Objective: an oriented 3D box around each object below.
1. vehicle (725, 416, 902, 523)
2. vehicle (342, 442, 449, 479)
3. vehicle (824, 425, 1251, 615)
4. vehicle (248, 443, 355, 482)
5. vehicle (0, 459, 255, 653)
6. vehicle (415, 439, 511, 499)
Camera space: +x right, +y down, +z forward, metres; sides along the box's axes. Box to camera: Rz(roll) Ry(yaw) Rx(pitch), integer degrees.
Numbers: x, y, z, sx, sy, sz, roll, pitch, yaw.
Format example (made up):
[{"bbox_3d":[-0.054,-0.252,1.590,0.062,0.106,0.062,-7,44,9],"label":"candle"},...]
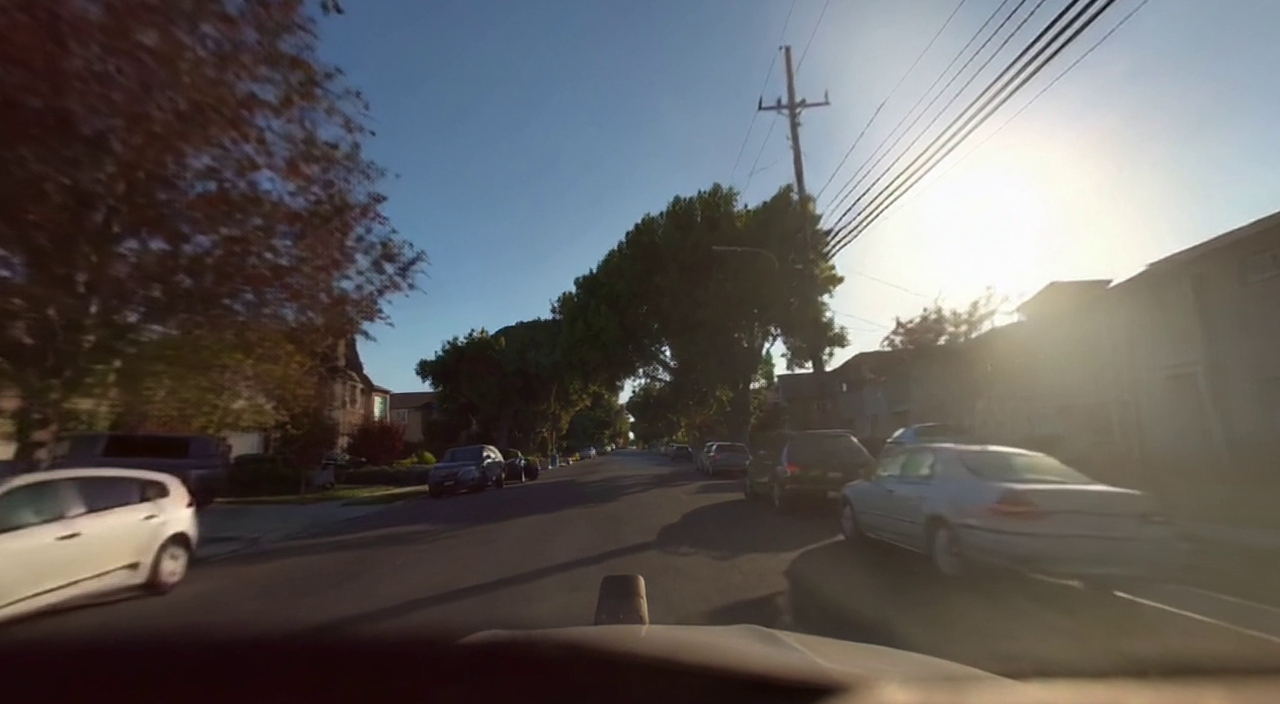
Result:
[{"bbox_3d":[3.364,2.430,13.692,2.122,1.809,5.421,0,-8,-2],"label":"vehicle"},{"bbox_3d":[-12.900,5.760,33.583,4.729,1.831,2.174,-1,-8,0],"label":"vehicle"},{"bbox_3d":[3.772,1.645,7.258,1.848,1.436,4.582,-1,-8,-1],"label":"vehicle"},{"bbox_3d":[-19.049,6.246,35.797,4.832,2.033,2.045,0,-8,-6],"label":"vehicle"},{"bbox_3d":[-6.044,1.725,5.589,2.199,1.439,4.757,-1,-9,2],"label":"vehicle"},{"bbox_3d":[-6.127,4.093,22.405,2.118,1.753,4.377,-4,-9,-1],"label":"vehicle"}]
